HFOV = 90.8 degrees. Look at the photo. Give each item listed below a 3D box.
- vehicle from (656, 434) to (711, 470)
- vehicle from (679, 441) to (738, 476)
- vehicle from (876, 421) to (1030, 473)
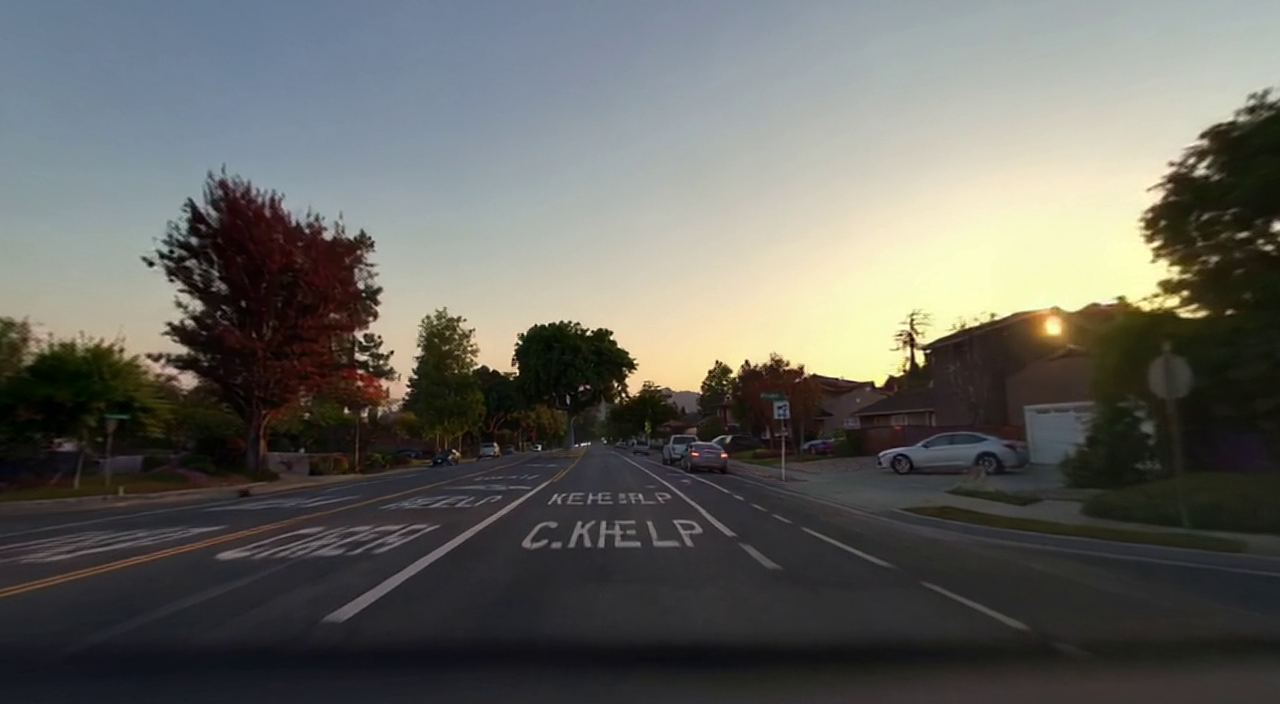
[{"bbox_3d":[2.368,5.664,36.134,2.293,1.858,5.868,0,-8,-4],"label":"vehicle"},{"bbox_3d":[3.093,4.936,29.520,1.919,1.474,4.370,0,-8,-5],"label":"vehicle"},{"bbox_3d":[10.869,3.323,22.084,4.492,1.619,1.849,-6,-10,35],"label":"vehicle"}]
